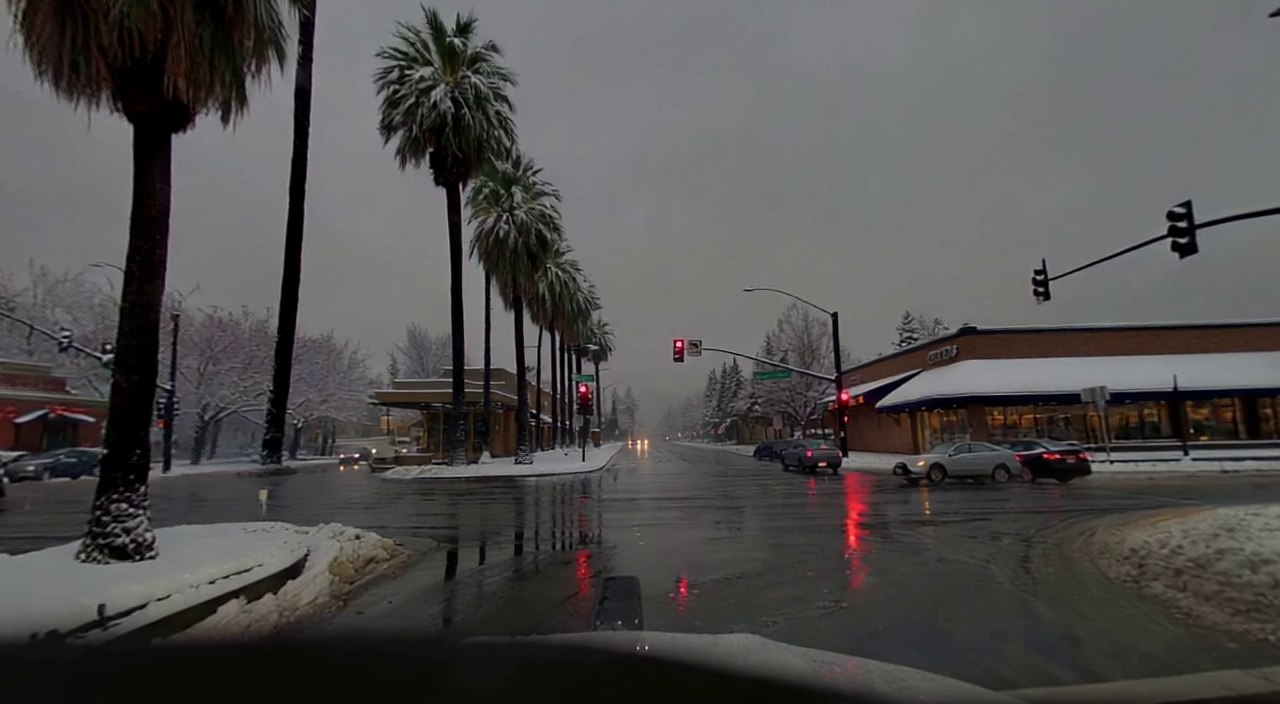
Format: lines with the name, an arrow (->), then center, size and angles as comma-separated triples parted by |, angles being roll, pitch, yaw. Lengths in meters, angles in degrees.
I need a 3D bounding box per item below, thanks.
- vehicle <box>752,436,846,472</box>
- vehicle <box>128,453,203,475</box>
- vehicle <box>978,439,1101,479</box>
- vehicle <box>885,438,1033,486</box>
vehicle -> 7.902, 5.115, 31.748 | 1.867, 1.653, 4.596 | 5, -10, -30
vehicle -> -37.199, 8.799, 49.558 | 2.160, 1.565, 4.868 | 0, -8, -1
vehicle -> 16.575, 4.431, 26.318 | 3.826, 1.572, 1.890 | -2, -9, 13
vehicle -> 10.724, 3.699, 21.348 | 4.035, 1.512, 1.828 | 1, -9, -6
